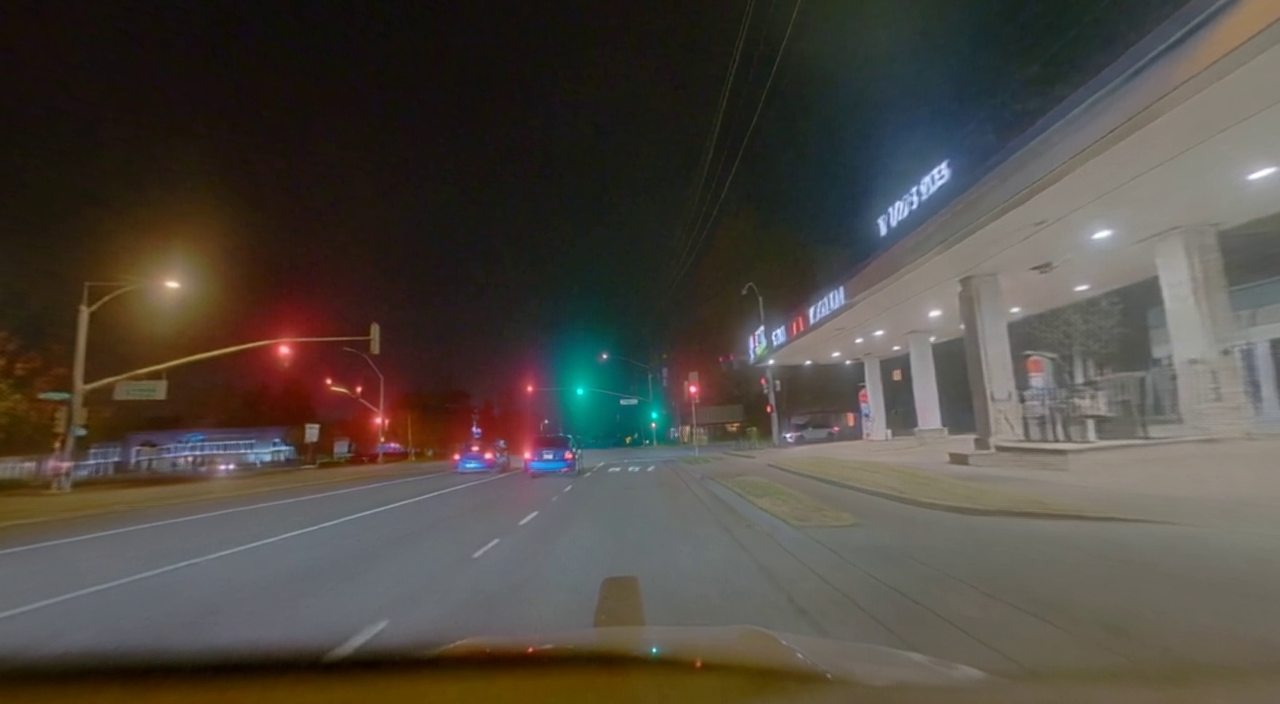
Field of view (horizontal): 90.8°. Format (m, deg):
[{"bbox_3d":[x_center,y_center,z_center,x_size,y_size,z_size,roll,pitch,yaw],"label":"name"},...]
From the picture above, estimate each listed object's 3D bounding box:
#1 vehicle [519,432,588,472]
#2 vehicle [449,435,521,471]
[{"bbox_3d":[-3.371,4.031,25.642,2.054,1.449,4.772,0,-8,1],"label":"vehicle"},{"bbox_3d":[-6.682,4.411,27.685,1.966,1.439,4.161,0,-8,2],"label":"vehicle"}]
